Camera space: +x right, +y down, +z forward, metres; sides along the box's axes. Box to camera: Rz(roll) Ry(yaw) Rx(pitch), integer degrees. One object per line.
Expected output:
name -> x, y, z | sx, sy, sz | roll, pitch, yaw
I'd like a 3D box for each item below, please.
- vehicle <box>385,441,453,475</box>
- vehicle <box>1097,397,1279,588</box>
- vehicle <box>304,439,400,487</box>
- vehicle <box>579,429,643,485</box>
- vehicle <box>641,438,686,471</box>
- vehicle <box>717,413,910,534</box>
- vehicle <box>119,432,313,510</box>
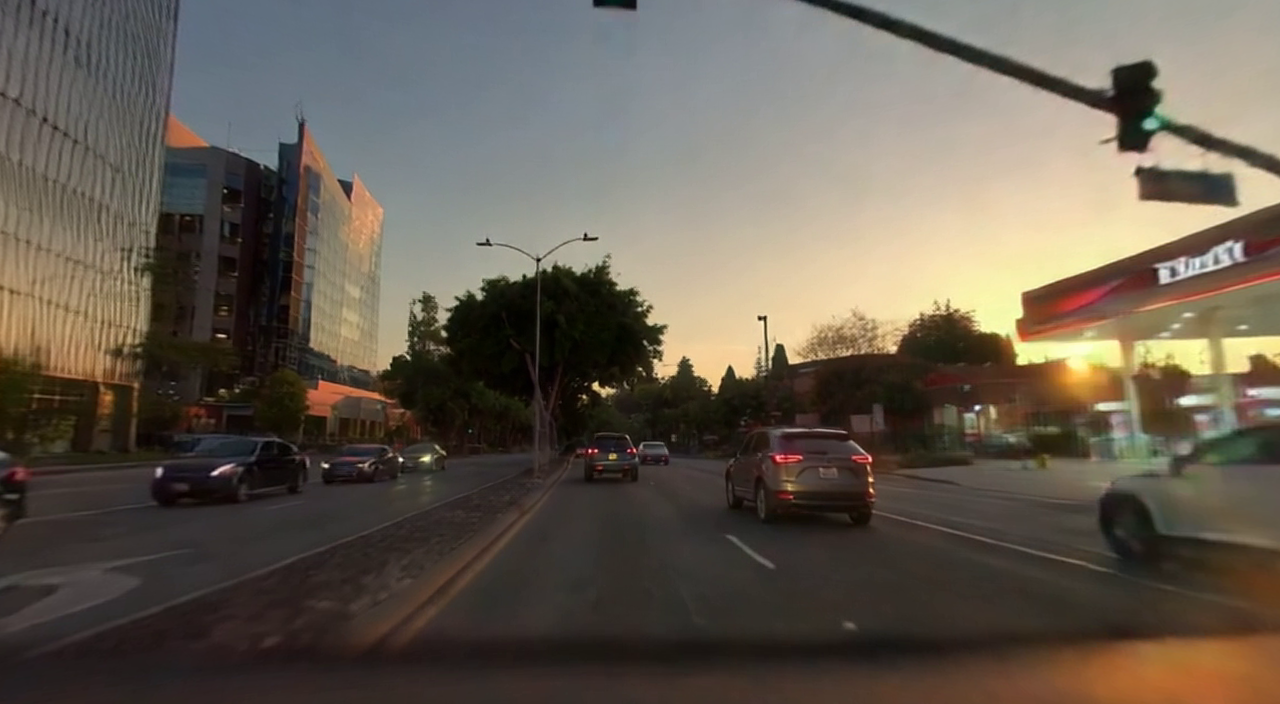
vehicle -> -10.430, 4.997, 30.036 | 1.872, 1.439, 4.507 | 0, -8, -4
vehicle -> 6.628, 1.201, 5.328 | 2.047, 1.653, 4.423 | 0, -8, -2
vehicle -> -9.569, 3.682, 21.246 | 1.665, 1.442, 3.720 | 0, -8, -4
vehicle -> -1.118, 3.703, 22.525 | 2.051, 1.798, 4.168 | 1, -8, -5
vehicle -> 1.148, 5.277, 32.599 | 1.800, 1.592, 3.658 | 1, -8, -7
vehicle -> 2.807, 2.076, 11.357 | 2.000, 1.745, 4.206 | 0, -8, -4
vehicle -> -9.659, 2.705, 14.822 | 1.943, 1.575, 3.927 | 0, -8, -3
